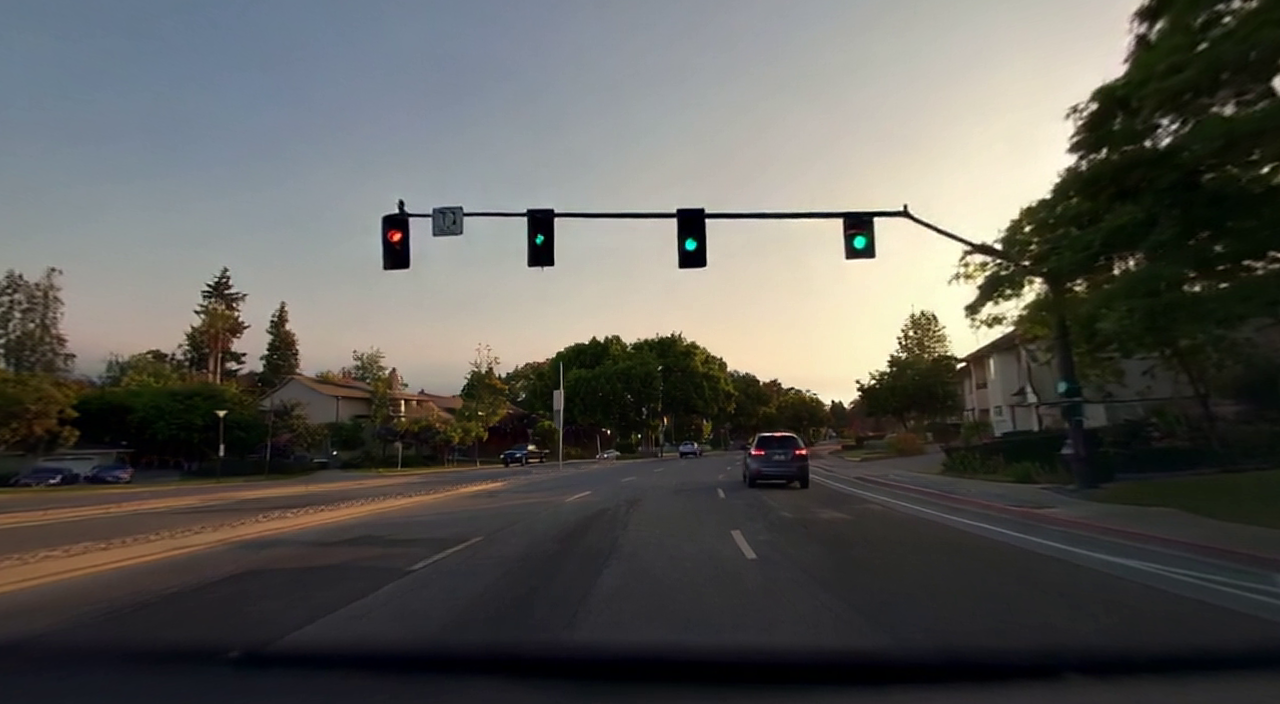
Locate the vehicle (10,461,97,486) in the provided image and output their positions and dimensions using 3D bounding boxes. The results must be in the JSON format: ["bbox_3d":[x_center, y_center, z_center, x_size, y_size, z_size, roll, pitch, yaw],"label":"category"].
[{"bbox_3d":[-35.068,7.277,37.745,3.339,1.383,1.865,0,-8,-1],"label":"vehicle"}]

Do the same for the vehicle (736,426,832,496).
[{"bbox_3d":[4.200,3.259,19.179,2.141,1.833,4.704,-1,-9,4],"label":"vehicle"}]
